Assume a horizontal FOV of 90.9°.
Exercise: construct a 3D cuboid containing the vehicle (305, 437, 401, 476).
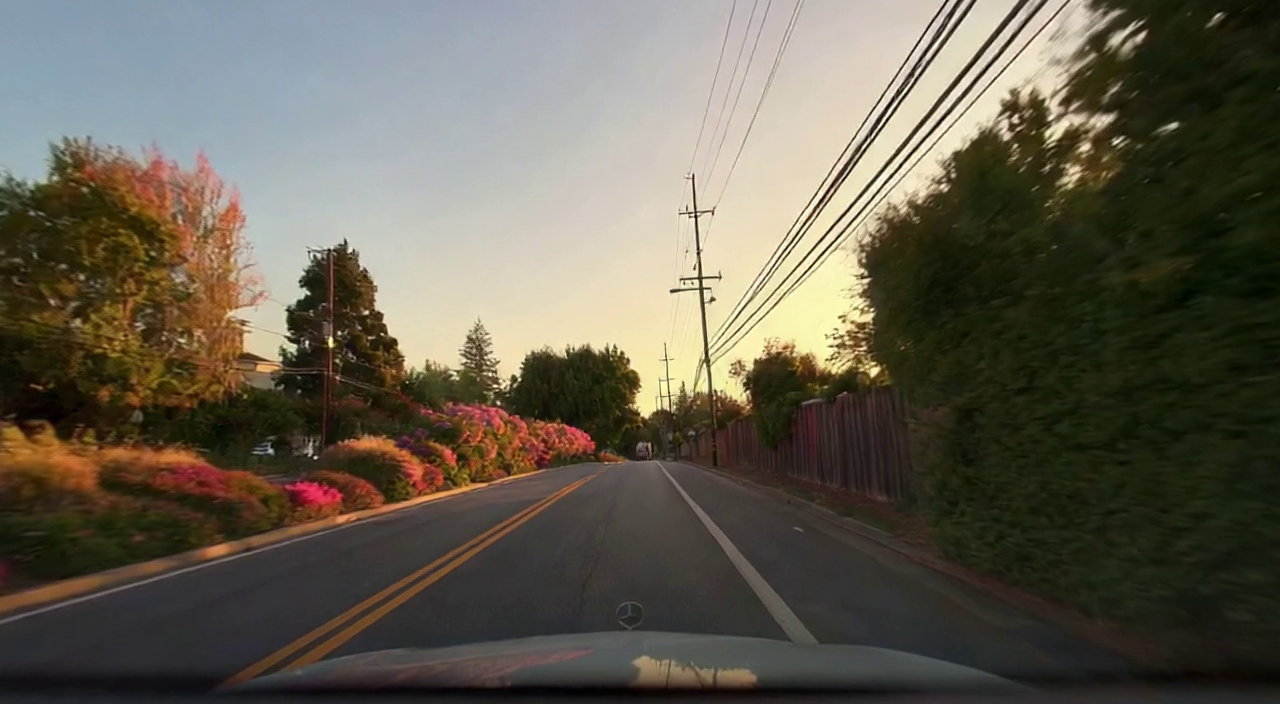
[{"bbox_3d":[-15.000,5.502,33.424,2.266,1.851,5.789,0,-8,1],"label":"vehicle"}]
